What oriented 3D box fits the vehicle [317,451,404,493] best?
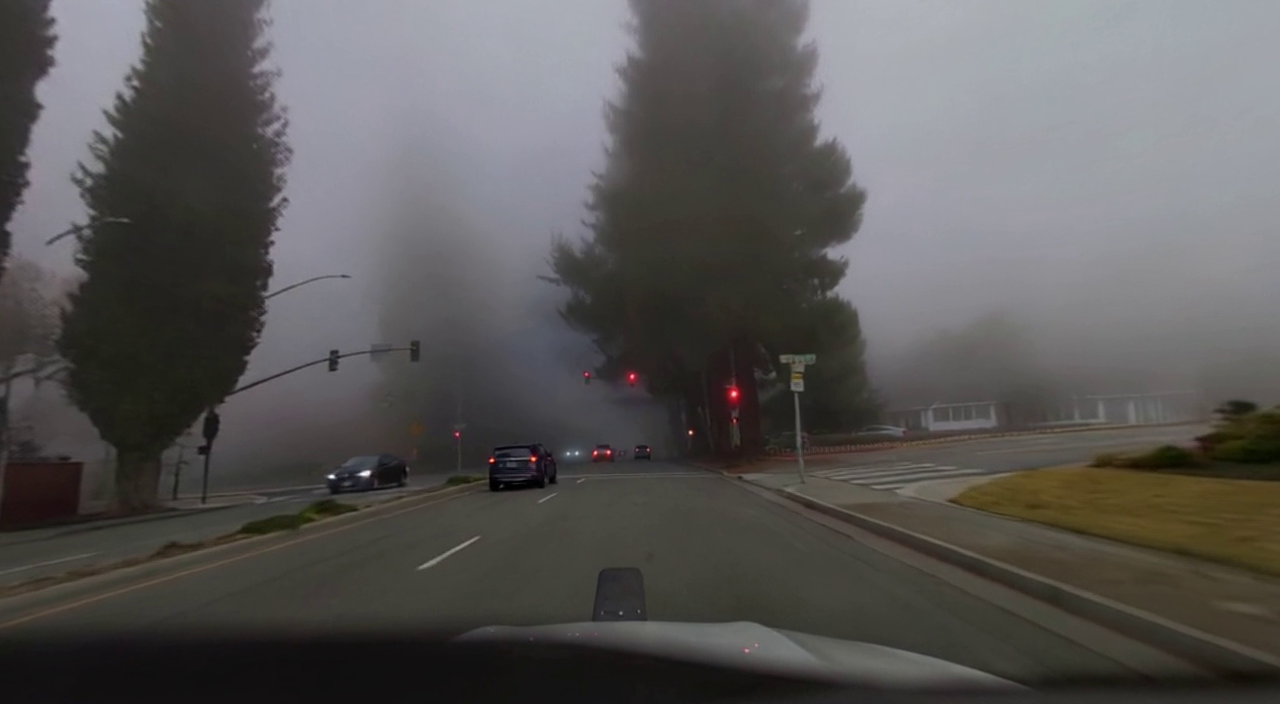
[{"bbox_3d":[-13.894,5.953,31.792,2.140,1.824,4.913,-2,-8,0],"label":"vehicle"}]

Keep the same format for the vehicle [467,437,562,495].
[{"bbox_3d":[-4.011,3.727,21.133,2.169,1.706,4.638,-1,-8,1],"label":"vehicle"}]

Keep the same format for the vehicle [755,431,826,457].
[{"bbox_3d":[11.089,6.825,46.861,4.817,1.789,2.010,-1,-9,6],"label":"vehicle"}]

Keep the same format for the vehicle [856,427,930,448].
[{"bbox_3d":[19.744,6.719,49.508,4.954,1.458,1.951,1,-9,2],"label":"vehicle"}]
